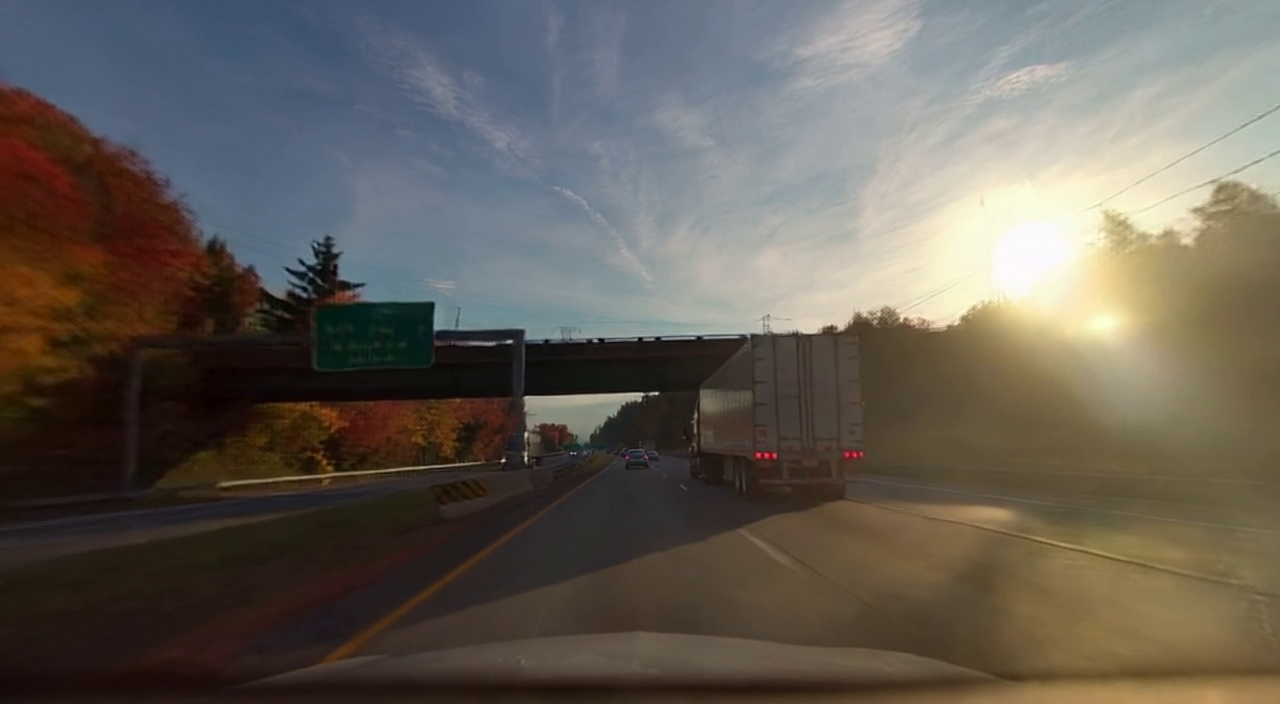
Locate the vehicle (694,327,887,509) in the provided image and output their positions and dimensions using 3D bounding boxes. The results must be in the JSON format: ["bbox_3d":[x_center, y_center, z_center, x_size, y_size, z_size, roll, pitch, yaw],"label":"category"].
[{"bbox_3d":[4.121,2.659,21.885,2.956,4.281,14.327,0,-9,-1],"label":"vehicle"}]

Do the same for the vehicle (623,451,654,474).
[{"bbox_3d":[-0.111,7.365,42.051,1.961,1.454,3.755,0,-9,0],"label":"vehicle"}]
